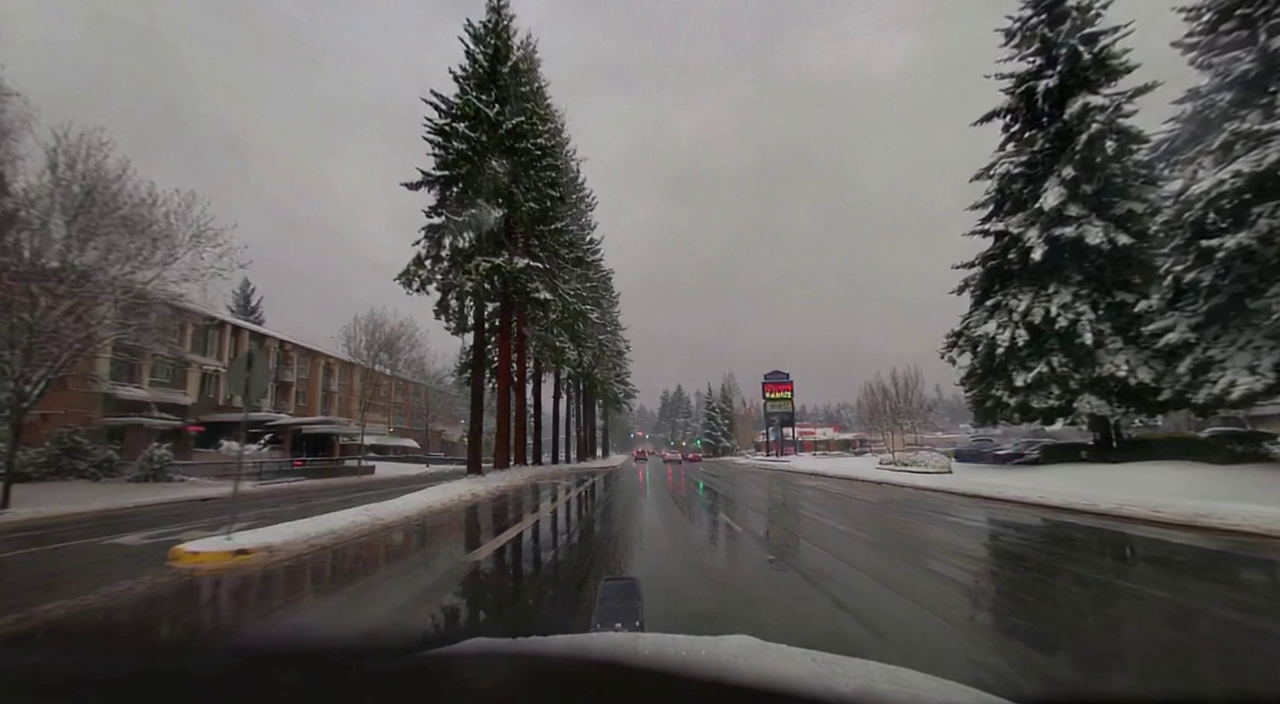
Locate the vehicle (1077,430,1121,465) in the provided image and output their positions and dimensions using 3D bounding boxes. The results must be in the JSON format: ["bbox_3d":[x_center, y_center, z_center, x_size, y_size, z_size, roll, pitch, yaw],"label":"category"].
[{"bbox_3d":[32.077,6.668,44.168,2.229,2.281,5.488,-5,-10,35],"label":"vehicle"}]

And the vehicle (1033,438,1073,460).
[{"bbox_3d":[32.160,7.541,49.316,2.133,1.584,4.842,-4,-9,28],"label":"vehicle"}]

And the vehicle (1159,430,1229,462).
[{"bbox_3d":[38.040,6.464,43.548,2.049,2.036,5.107,-3,-9,23],"label":"vehicle"}]
